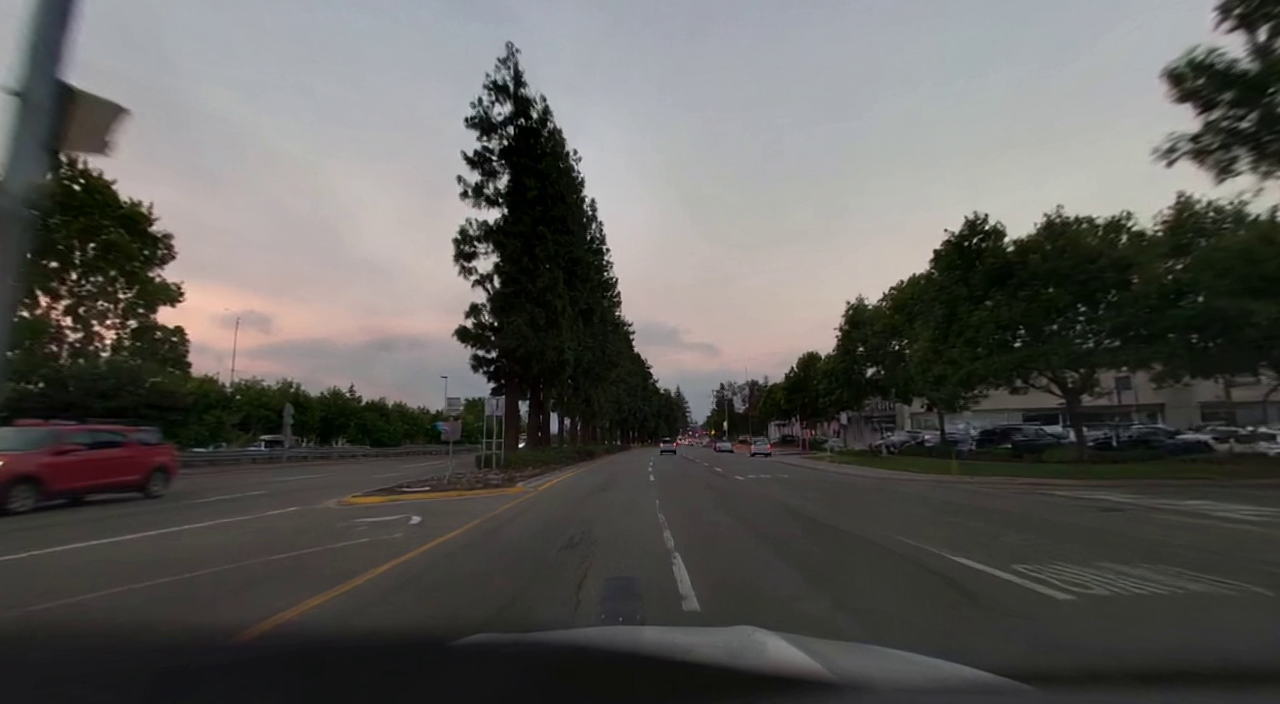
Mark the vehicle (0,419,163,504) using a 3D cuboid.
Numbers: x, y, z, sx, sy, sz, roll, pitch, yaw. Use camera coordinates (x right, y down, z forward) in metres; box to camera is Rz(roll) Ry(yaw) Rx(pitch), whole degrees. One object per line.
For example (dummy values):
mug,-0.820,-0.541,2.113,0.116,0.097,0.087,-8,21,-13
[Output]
vehicle,-15.535,2.749,16.023,2.263,1.887,5.933,0,-8,-1
